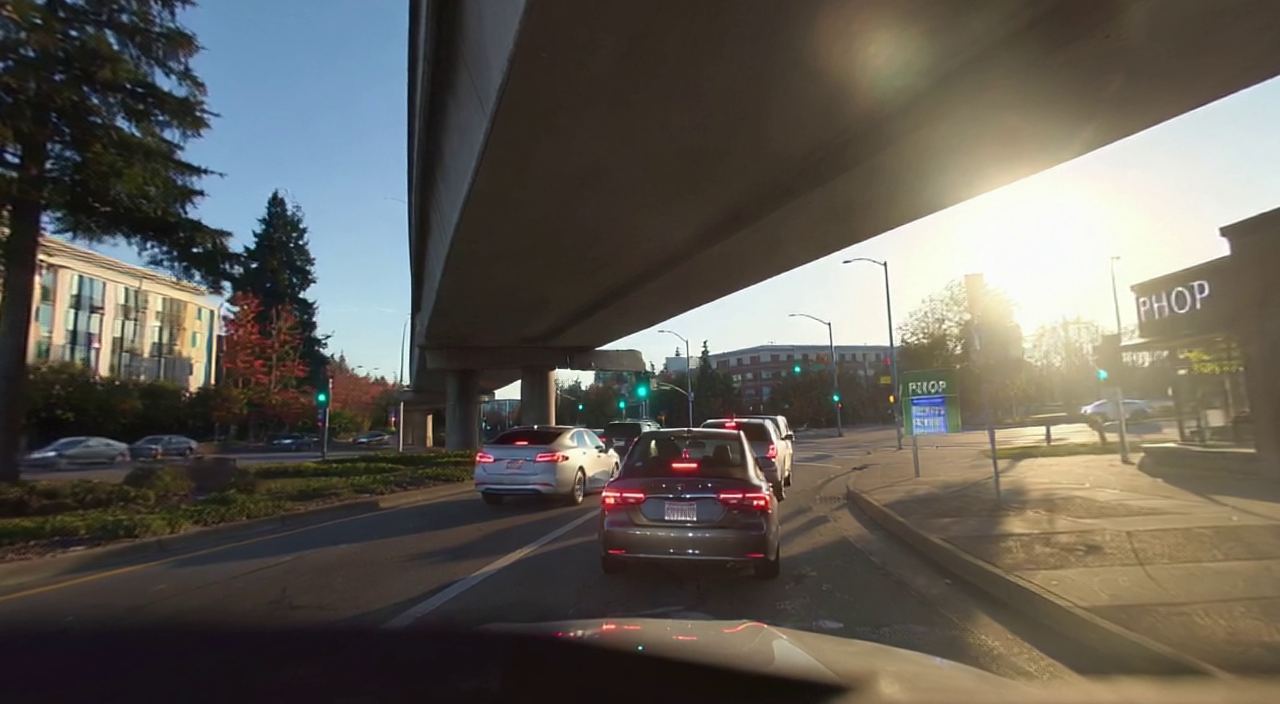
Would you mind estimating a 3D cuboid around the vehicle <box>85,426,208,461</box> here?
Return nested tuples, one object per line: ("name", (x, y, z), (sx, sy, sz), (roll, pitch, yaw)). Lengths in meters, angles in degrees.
("vehicle", (-30.608, 5.689, 39.286), (5.457, 2.021, 2.213), (2, -9, -13))

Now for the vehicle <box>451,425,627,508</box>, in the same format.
("vehicle", (-1.976, 2.482, 14.171), (2.214, 1.519, 4.704), (-2, -9, 14))

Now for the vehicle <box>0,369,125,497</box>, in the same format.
("vehicle", (-24.372, 2.736, 19.322), (13.064, 3.755, 3.269), (-1, -8, -13))

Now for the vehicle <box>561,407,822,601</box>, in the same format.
("vehicle", (0.737, 1.590, 7.548), (2.195, 1.571, 4.353), (-2, -8, 9))
